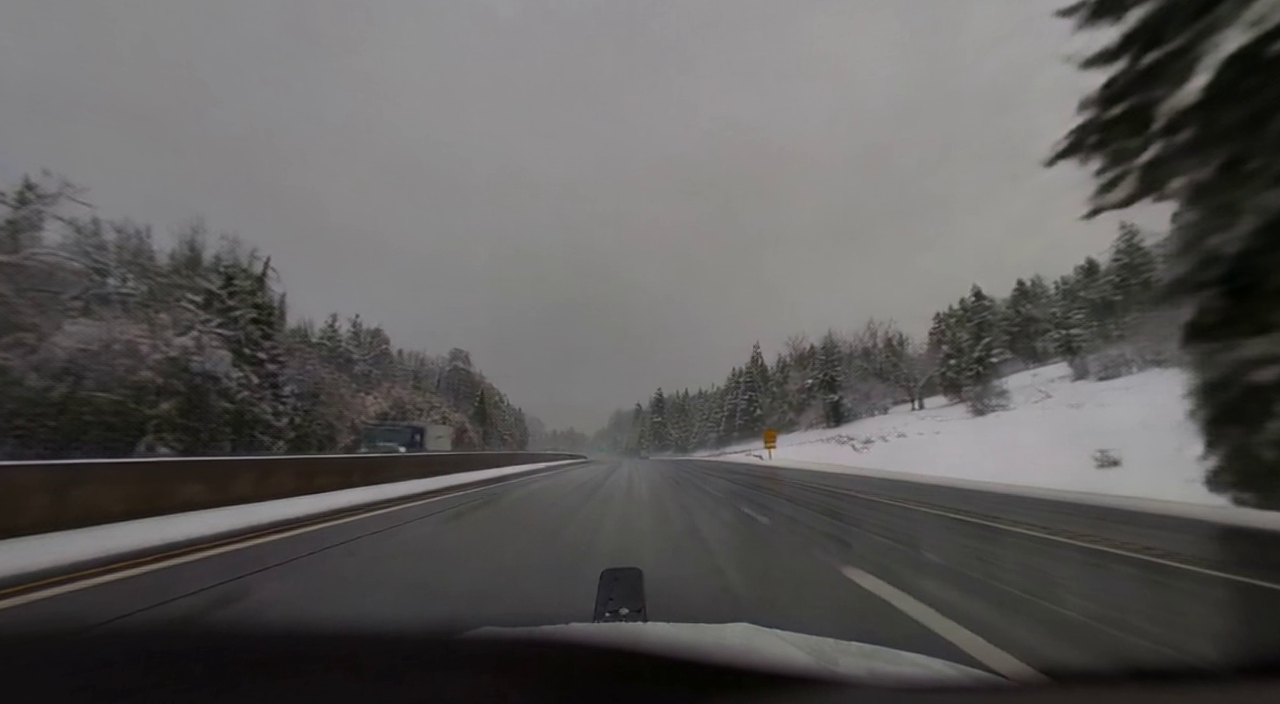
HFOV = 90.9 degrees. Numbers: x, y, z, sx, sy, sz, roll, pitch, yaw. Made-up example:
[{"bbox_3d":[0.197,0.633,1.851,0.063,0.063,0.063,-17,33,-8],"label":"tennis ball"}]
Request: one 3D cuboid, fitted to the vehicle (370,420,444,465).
[{"bbox_3d":[-17.578,6.976,48.230,2.685,3.137,7.722,0,-9,0],"label":"vehicle"}]
